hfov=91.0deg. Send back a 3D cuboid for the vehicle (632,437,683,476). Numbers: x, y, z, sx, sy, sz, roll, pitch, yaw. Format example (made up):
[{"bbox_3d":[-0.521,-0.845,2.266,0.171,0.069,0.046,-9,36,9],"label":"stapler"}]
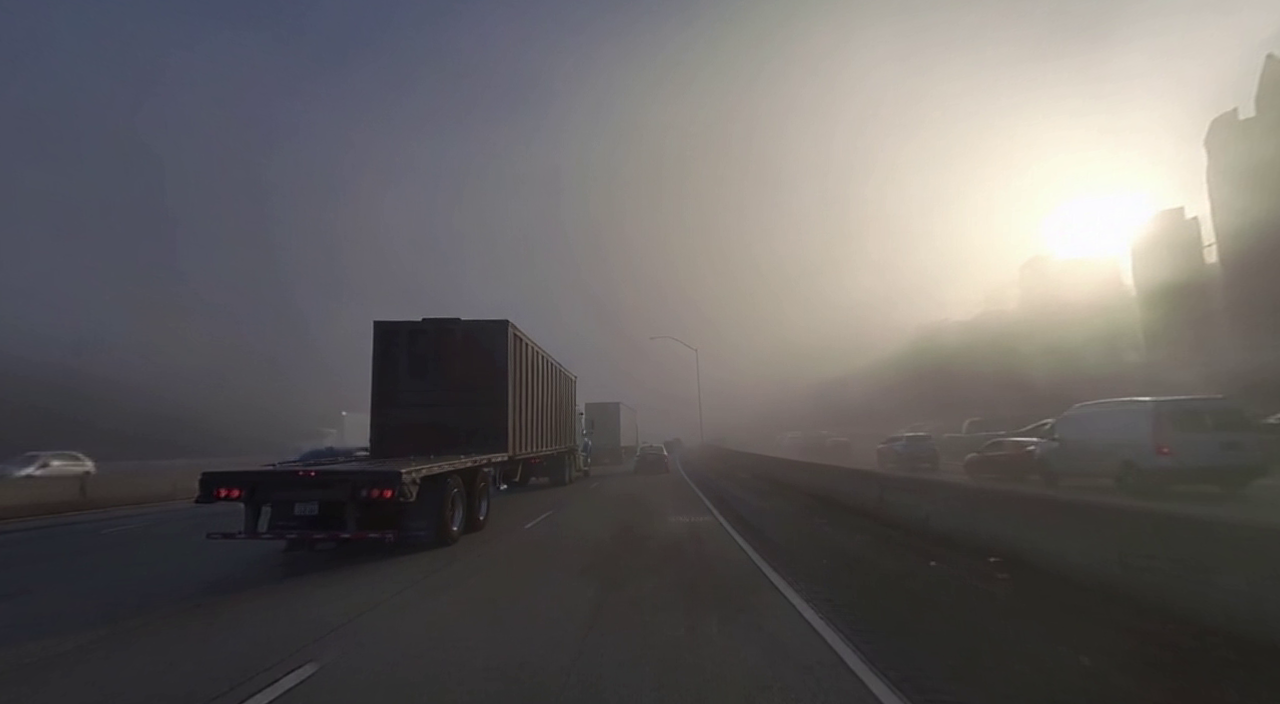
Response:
[{"bbox_3d":[0.835,4.742,28.777,2.178,1.640,4.071,-1,-9,3],"label":"vehicle"}]

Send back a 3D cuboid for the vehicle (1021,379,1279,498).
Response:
[{"bbox_3d":[13.947,2.413,17.344,2.679,2.597,7.126,-1,-9,3],"label":"vehicle"}]

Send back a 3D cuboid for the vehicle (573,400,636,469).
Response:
[{"bbox_3d":[-2.079,5.492,41.240,3.073,3.894,9.782,-1,-9,3],"label":"vehicle"}]

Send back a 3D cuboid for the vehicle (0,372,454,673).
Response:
[{"bbox_3d":[-3.620,1.247,5.535,2.896,1.779,3.441,0,-8,0],"label":"vehicle"}]
